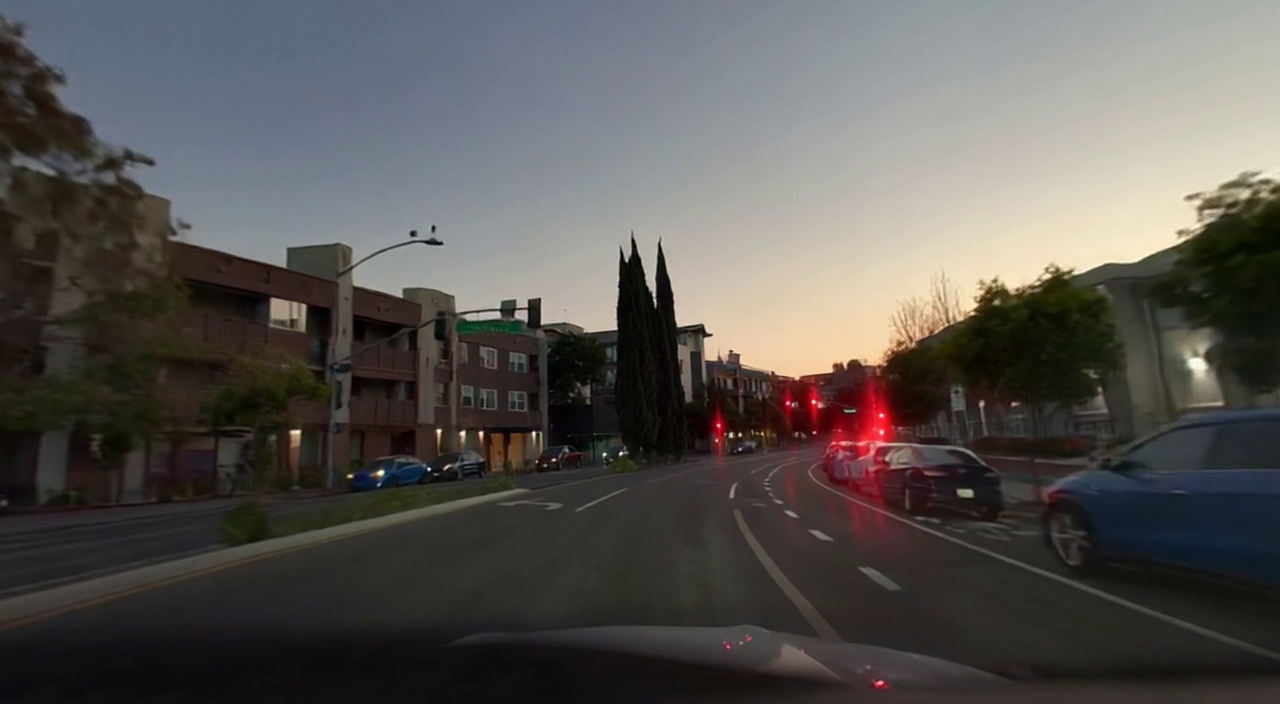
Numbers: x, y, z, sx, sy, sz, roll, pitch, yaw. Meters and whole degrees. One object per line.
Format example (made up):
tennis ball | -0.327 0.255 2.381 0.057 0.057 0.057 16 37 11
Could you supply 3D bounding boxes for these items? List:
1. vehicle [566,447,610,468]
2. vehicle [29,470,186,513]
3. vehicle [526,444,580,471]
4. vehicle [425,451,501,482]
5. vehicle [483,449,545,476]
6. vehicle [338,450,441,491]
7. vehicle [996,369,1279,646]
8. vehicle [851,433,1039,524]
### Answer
vehicle | -4.001 8.212 49.332 1.830 1.497 4.436 -3 -9 19
vehicle | -19.785 5.183 23.592 4.178 1.407 2.012 -1 -9 6
vehicle | -5.917 7.278 43.836 1.933 1.759 5.002 -3 -9 14
vehicle | -9.138 5.929 33.094 1.841 1.444 4.554 -2 -9 13
vehicle | -7.651 6.745 38.822 1.811 1.459 4.702 -3 -9 15
vehicle | -10.390 4.933 26.669 1.882 1.508 4.476 -2 -9 10
vehicle | 5.282 1.147 5.018 2.041 1.811 5.168 -1 -9 2
vehicle | 5.882 2.465 12.953 1.977 1.497 4.680 -1 -9 7
